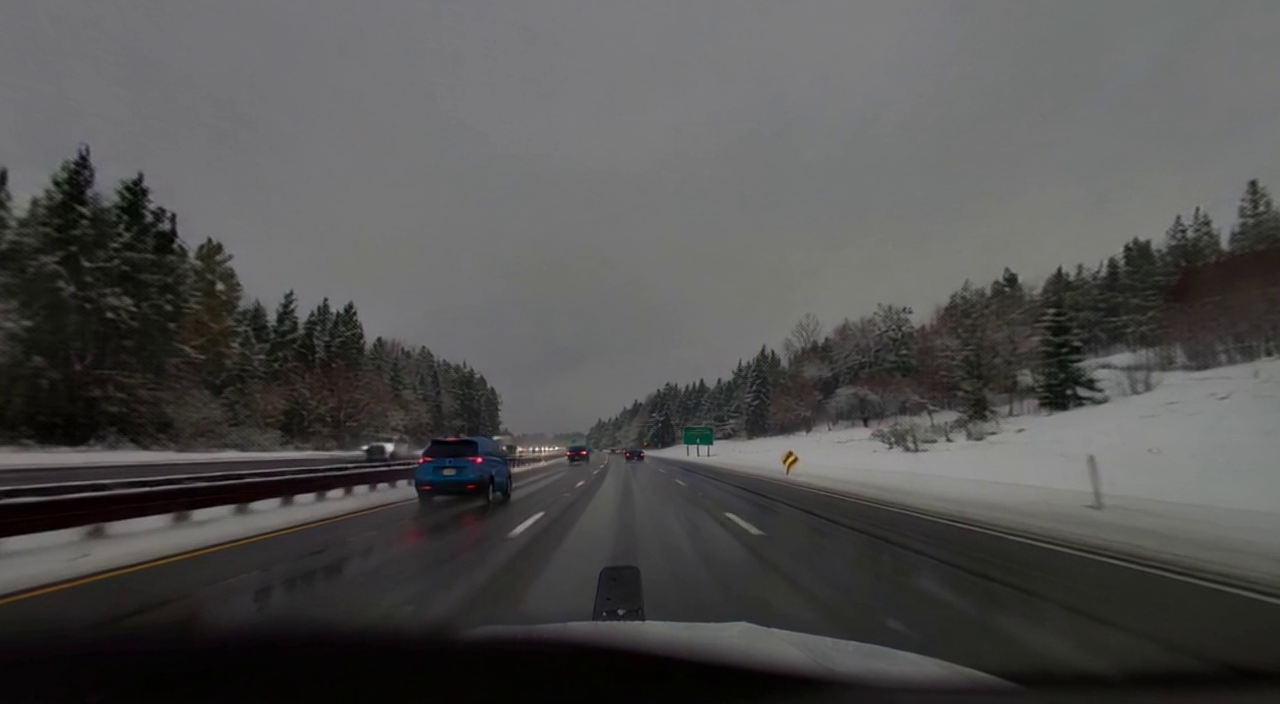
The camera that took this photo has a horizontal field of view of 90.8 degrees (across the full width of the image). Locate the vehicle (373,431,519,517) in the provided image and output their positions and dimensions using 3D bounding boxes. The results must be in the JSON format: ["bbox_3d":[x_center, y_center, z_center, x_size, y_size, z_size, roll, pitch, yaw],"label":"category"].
[{"bbox_3d":[-4.248,2.726,14.611,2.088,1.675,4.108,0,-9,-1],"label":"vehicle"}]

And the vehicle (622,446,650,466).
[{"bbox_3d":[-0.358,8.043,49.077,2.008,1.499,3.192,0,-9,-3],"label":"vehicle"}]

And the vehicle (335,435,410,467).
[{"bbox_3d":[-13.434,5.005,32.013,1.864,1.484,4.679,0,-9,-1],"label":"vehicle"}]
